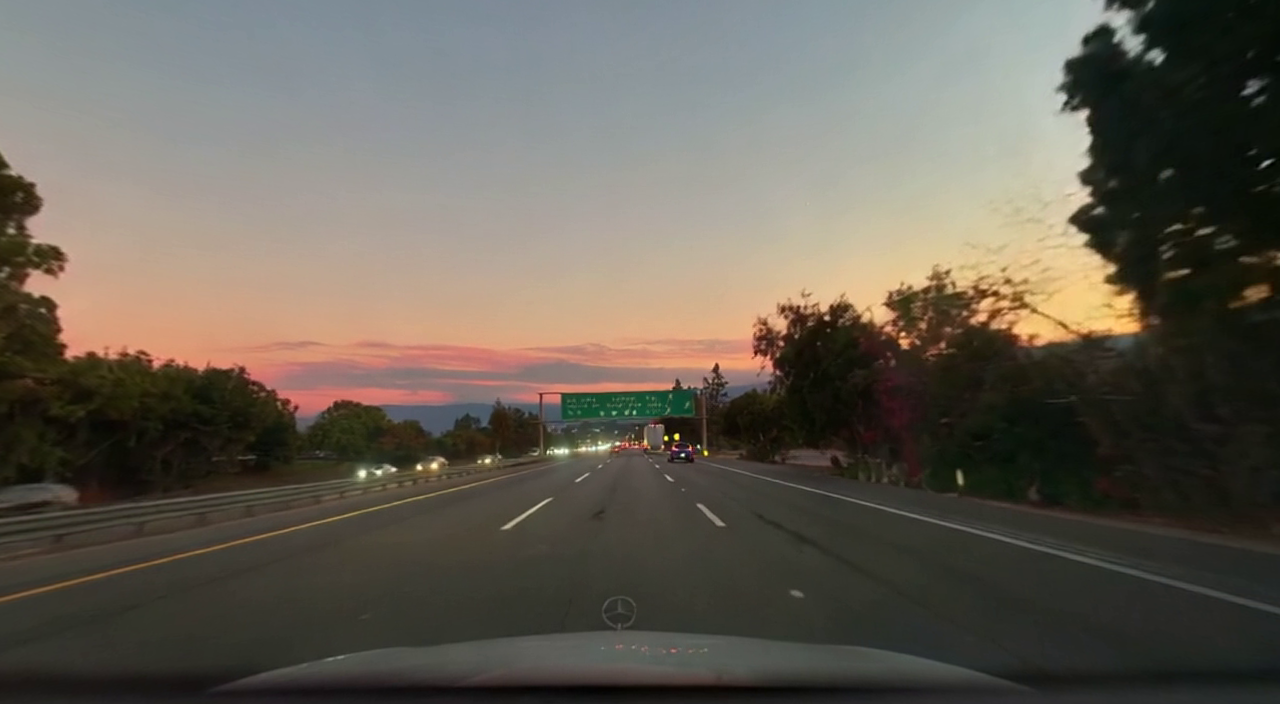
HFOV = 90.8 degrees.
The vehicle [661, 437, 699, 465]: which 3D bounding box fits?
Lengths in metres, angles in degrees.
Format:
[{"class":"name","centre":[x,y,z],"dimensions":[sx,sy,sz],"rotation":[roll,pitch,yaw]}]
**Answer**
[{"class":"vehicle","centre":[2.550,6.525,41.720],"dimensions":[2.065,1.760,4.488],"rotation":[0,-8,-2]}]
